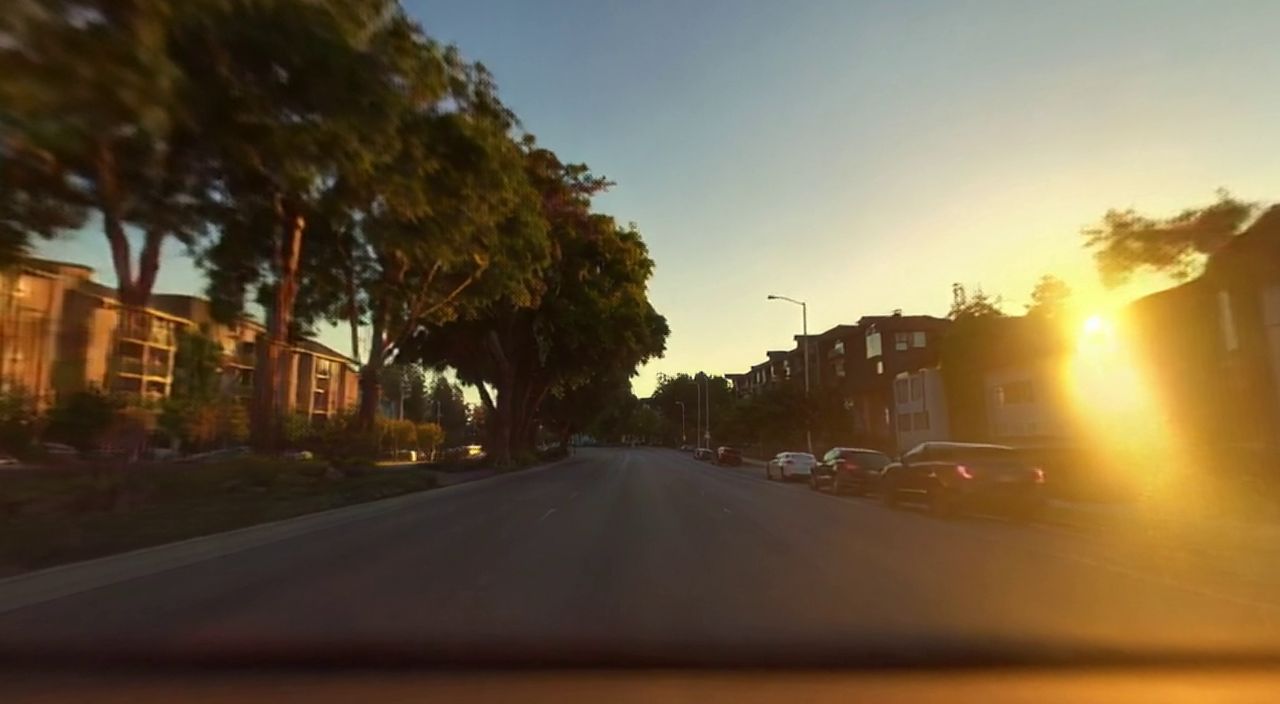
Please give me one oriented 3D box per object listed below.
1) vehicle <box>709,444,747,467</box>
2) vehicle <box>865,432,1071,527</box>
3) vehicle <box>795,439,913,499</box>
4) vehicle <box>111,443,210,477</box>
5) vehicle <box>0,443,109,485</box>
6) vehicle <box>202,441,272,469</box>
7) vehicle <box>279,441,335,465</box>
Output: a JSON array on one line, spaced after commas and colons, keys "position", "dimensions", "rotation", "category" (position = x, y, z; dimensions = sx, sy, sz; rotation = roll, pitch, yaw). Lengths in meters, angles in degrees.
[{"position": [6.281, 7.397, 45.295], "dimensions": [2.056, 1.528, 4.816], "rotation": [0, -9, 0], "category": "vehicle"}, {"position": [6.719, 2.634, 13.591], "dimensions": [2.078, 1.699, 4.292], "rotation": [0, -9, -1], "category": "vehicle"}, {"position": [6.634, 3.663, 20.164], "dimensions": [2.060, 1.672, 4.556], "rotation": [0, -9, -1], "category": "vehicle"}, {"position": [-25.777, 5.808, 34.050], "dimensions": [1.945, 1.694, 4.329], "rotation": [0, -9, 0], "category": "vehicle"}, {"position": [-25.961, 4.770, 27.214], "dimensions": [1.996, 1.650, 4.382], "rotation": [0, -9, 2], "category": "vehicle"}, {"position": [-25.922, 6.632, 40.637], "dimensions": [1.781, 1.666, 4.238], "rotation": [0, -9, -2], "category": "vehicle"}, {"position": [-25.456, 7.781, 48.275], "dimensions": [2.000, 1.696, 4.318], "rotation": [0, -9, -1], "category": "vehicle"}]
